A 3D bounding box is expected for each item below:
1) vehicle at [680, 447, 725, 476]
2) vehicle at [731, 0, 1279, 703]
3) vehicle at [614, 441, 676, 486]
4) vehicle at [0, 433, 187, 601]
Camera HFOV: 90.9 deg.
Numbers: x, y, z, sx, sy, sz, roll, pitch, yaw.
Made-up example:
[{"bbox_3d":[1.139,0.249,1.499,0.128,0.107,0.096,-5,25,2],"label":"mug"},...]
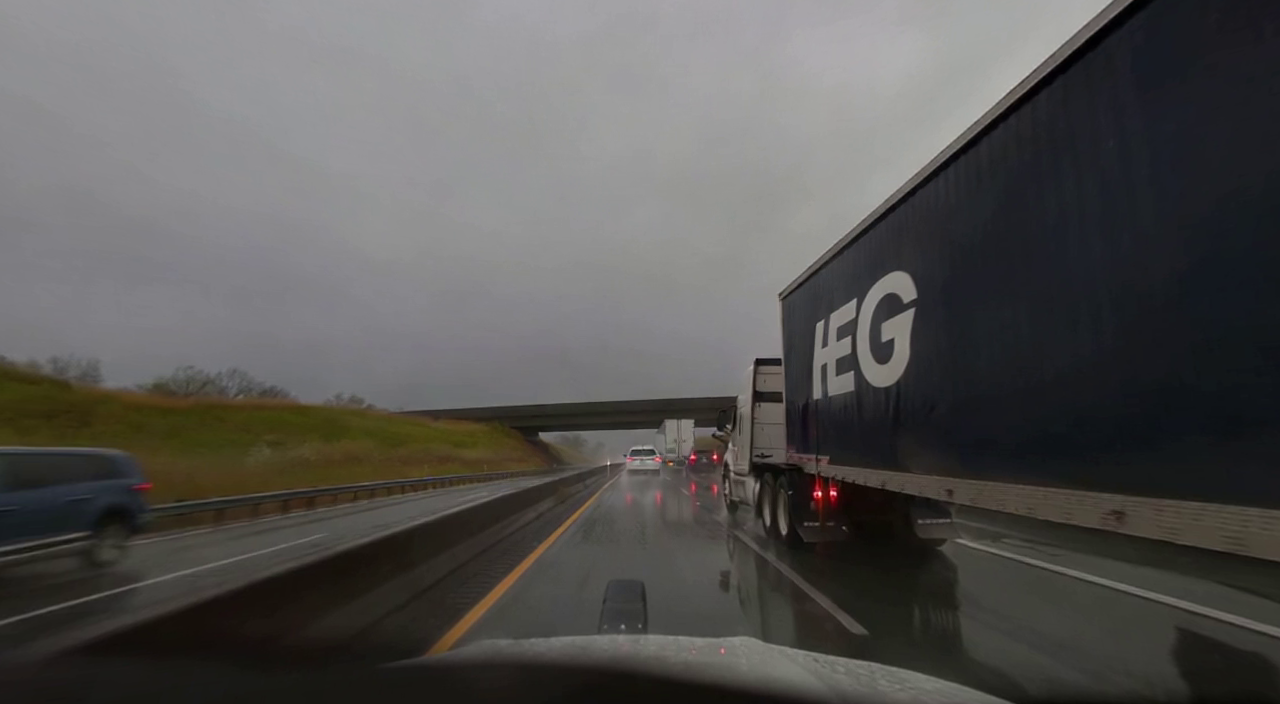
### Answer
[{"bbox_3d":[3.401,6.059,35.078,1.972,1.505,3.946,0,-9,-1],"label":"vehicle"},{"bbox_3d":[3.164,0.054,4.850,2.870,4.056,14.250,-1,-9,0],"label":"vehicle"},{"bbox_3d":[0.191,4.410,25.200,2.256,1.615,4.114,-1,-9,0],"label":"vehicle"},{"bbox_3d":[-7.529,1.739,6.751,2.027,1.689,4.372,-1,-9,1],"label":"vehicle"}]
